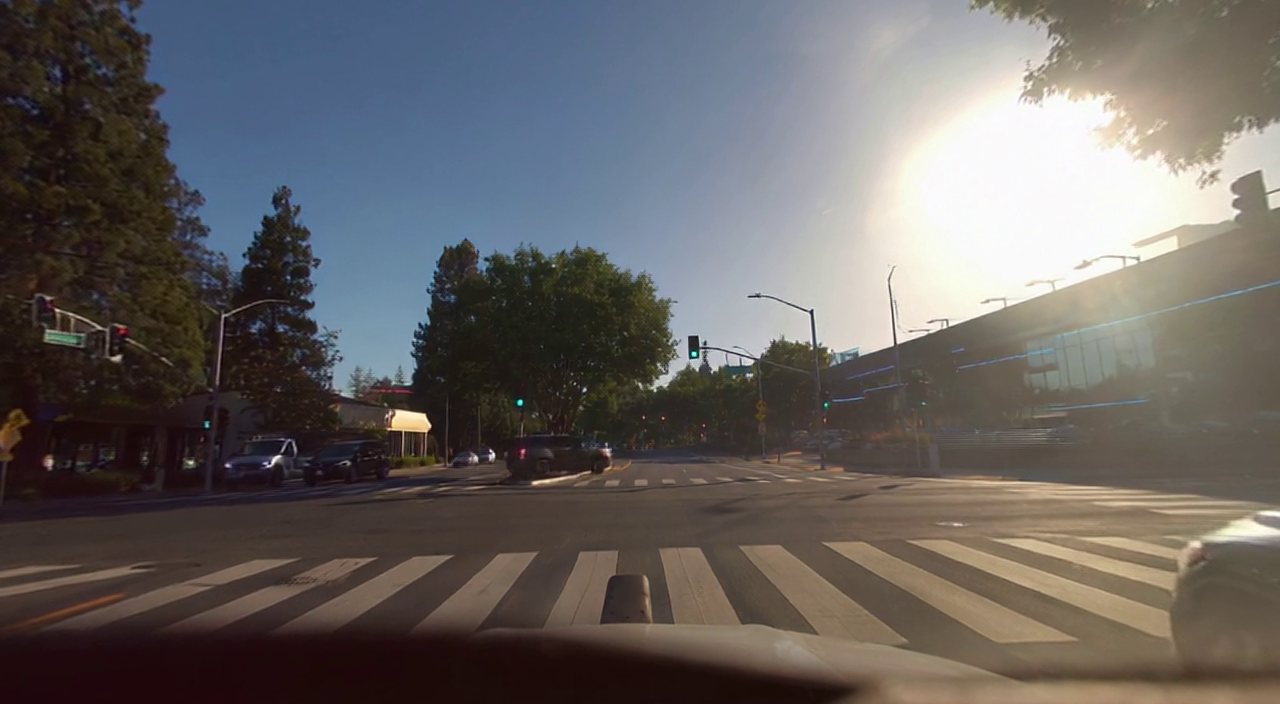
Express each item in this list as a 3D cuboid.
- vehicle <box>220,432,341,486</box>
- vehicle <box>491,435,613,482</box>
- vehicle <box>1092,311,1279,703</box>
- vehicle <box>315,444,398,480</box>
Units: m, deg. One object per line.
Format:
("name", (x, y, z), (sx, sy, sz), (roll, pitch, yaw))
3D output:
("vehicle", (-18.625, 5.546, 33.123), (2.557, 2.580, 5.856), (-1, -8, 4))
("vehicle", (-3.355, 4.153, 24.978), (2.153, 1.658, 4.569), (-7, -10, 37))
("vehicle", (3.600, 0.554, 1.205), (2.301, 1.767, 4.289), (0, -8, 1))
("vehicle", (-14.869, 5.751, 33.372), (2.169, 1.753, 4.640), (0, -8, 1))
